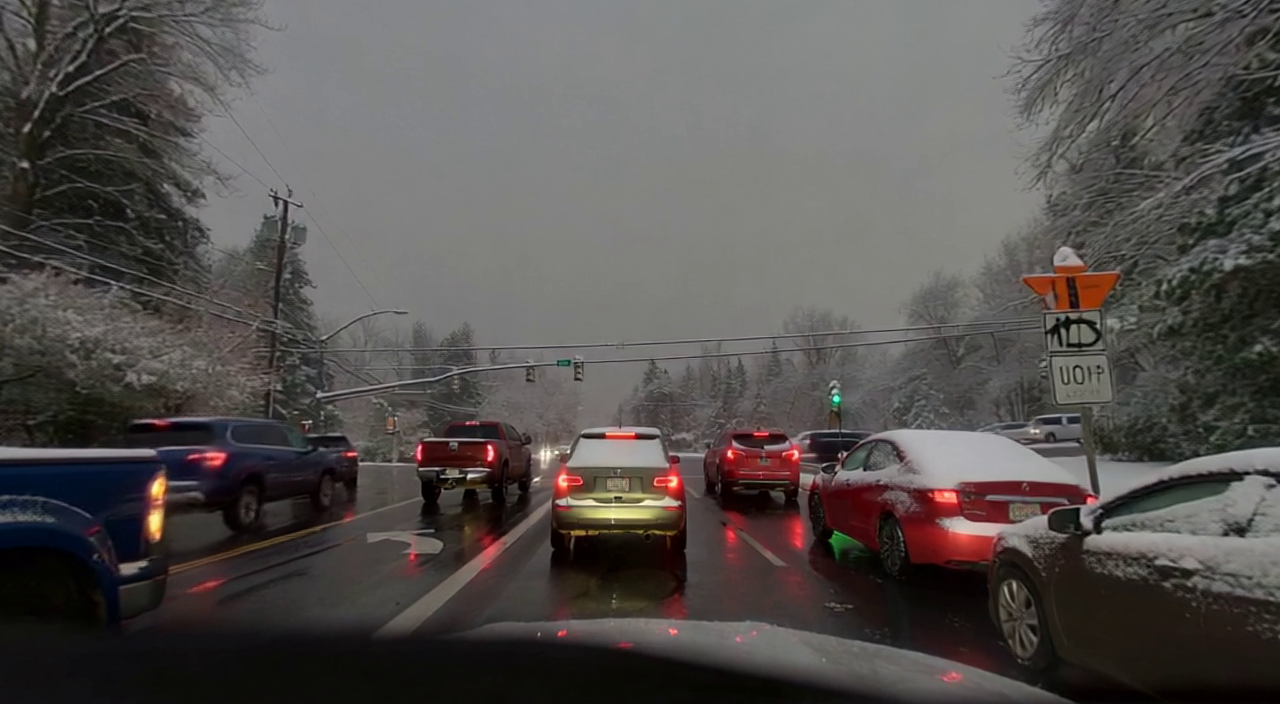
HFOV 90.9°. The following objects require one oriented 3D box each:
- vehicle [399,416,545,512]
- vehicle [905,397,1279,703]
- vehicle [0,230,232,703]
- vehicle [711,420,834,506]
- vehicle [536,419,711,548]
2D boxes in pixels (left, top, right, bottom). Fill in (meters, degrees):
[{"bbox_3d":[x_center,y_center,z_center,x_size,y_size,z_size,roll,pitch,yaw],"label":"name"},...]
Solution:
[{"bbox_3d":[-3.632,2.521,14.652,2.089,1.857,4.488,0,-8,1],"label":"vehicle"},{"bbox_3d":[3.017,0.960,2.516,1.874,1.477,4.698,0,-8,0],"label":"vehicle"},{"bbox_3d":[-3.484,0.350,0.317,2.656,2.021,5.800,0,-8,0],"label":"vehicle"},{"bbox_3d":[3.133,2.749,16.011,2.102,1.841,4.587,0,-8,0],"label":"vehicle"},{"bbox_3d":[-0.219,1.936,9.872,2.194,1.607,3.690,0,-8,0],"label":"vehicle"}]
